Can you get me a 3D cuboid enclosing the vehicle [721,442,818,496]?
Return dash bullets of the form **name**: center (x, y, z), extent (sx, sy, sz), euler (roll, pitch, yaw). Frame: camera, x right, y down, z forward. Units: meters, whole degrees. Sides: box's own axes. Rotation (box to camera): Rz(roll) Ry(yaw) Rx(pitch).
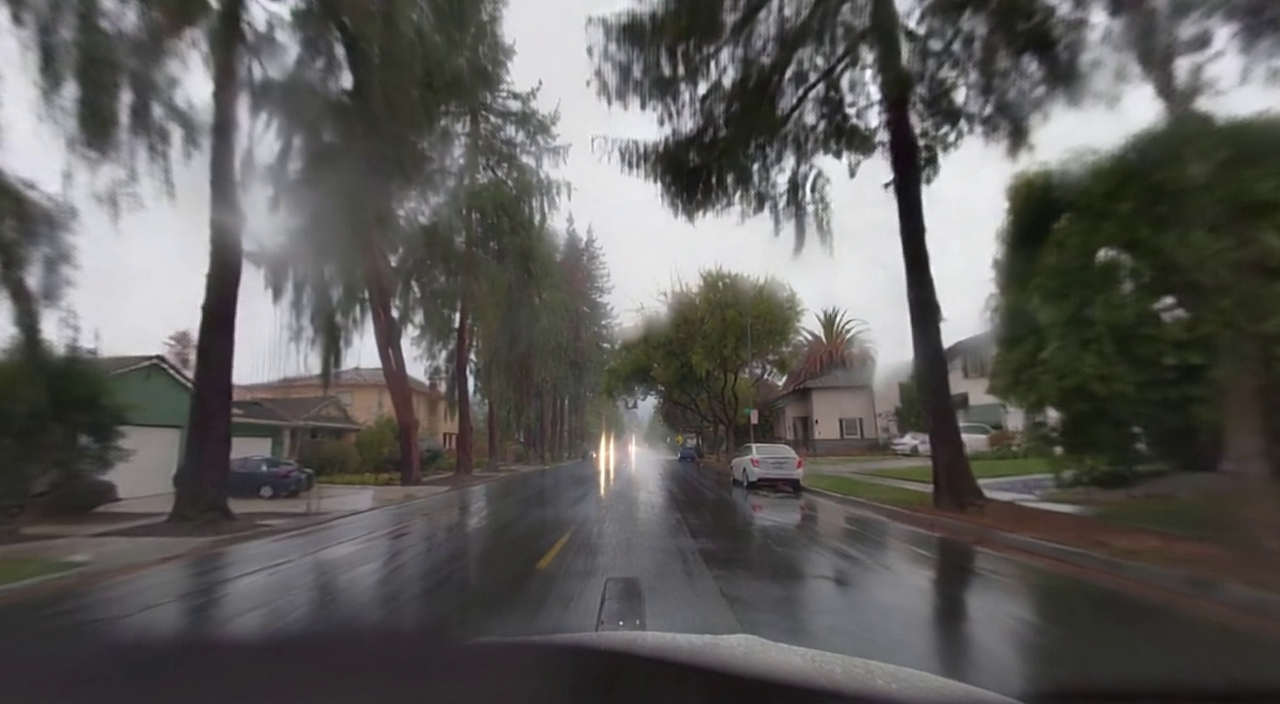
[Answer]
- **vehicle**: center (3.852, 3.558, 19.623), extent (2.013, 1.473, 4.329), euler (0, -9, -1)
